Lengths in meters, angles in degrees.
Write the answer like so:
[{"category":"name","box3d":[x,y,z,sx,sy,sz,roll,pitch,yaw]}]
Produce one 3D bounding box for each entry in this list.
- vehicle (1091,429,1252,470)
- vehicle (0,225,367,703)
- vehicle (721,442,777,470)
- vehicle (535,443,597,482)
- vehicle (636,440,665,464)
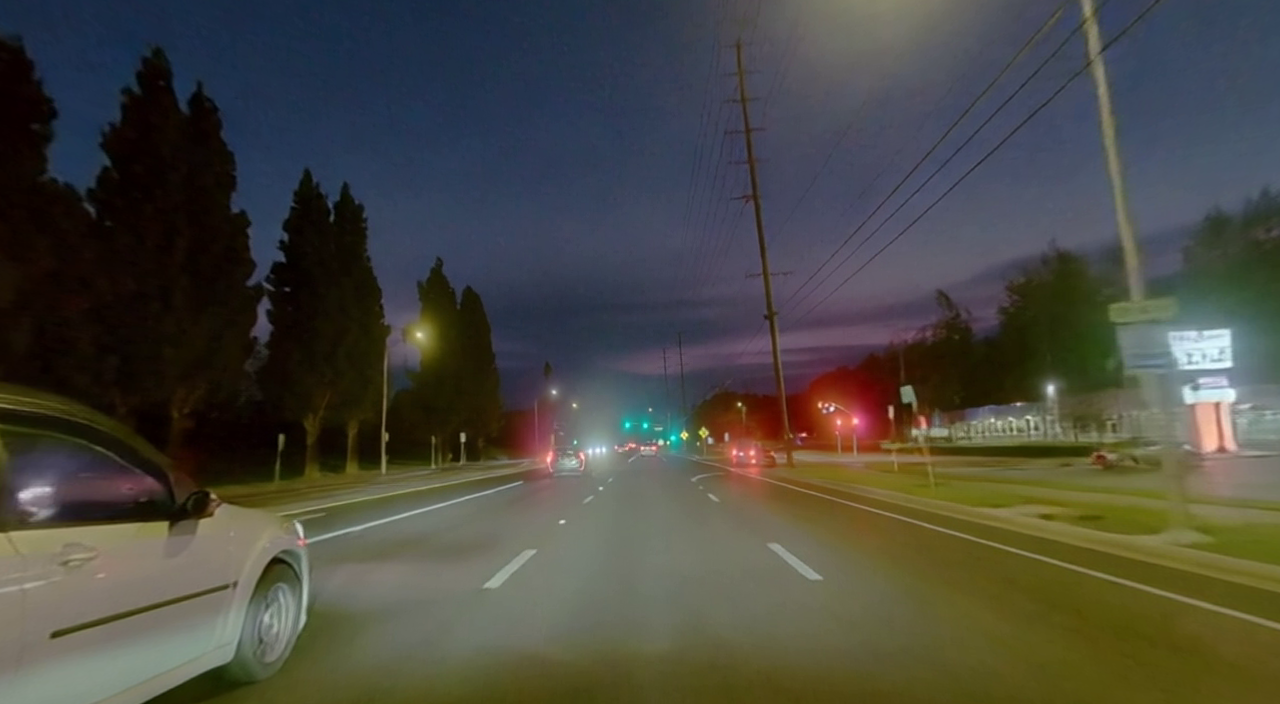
[{"category":"vehicle","box3d":[20.943,3.857,25.013,4.392,1.535,2.131,0,-9,1]},{"category":"vehicle","box3d":[-3.076,0.539,1.279,2.381,1.961,5.563,0,-9,2]},{"category":"vehicle","box3d":[6.408,6.009,36.629,2.062,1.541,4.420,-4,-9,26]},{"category":"vehicle","box3d":[-2.910,4.457,25.704,1.982,1.451,4.152,0,-9,1]},{"category":"vehicle","box3d":[0.775,7.675,48.559,2.155,1.781,3.977,0,-9,1]}]
